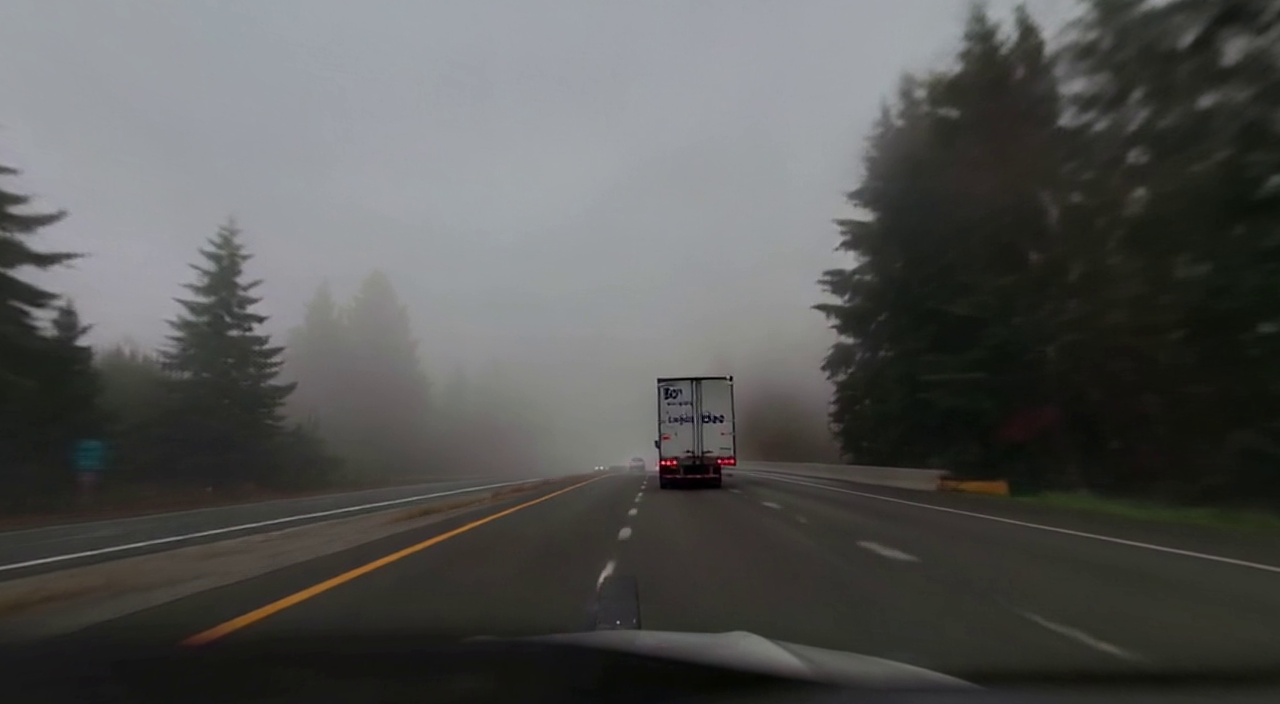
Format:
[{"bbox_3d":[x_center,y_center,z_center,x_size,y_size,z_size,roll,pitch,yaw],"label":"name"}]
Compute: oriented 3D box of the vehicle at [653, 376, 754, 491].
[{"bbox_3d":[2.592,4.268,31.070,3.537,4.071,17.399,-1,-9,2],"label":"vehicle"}]
